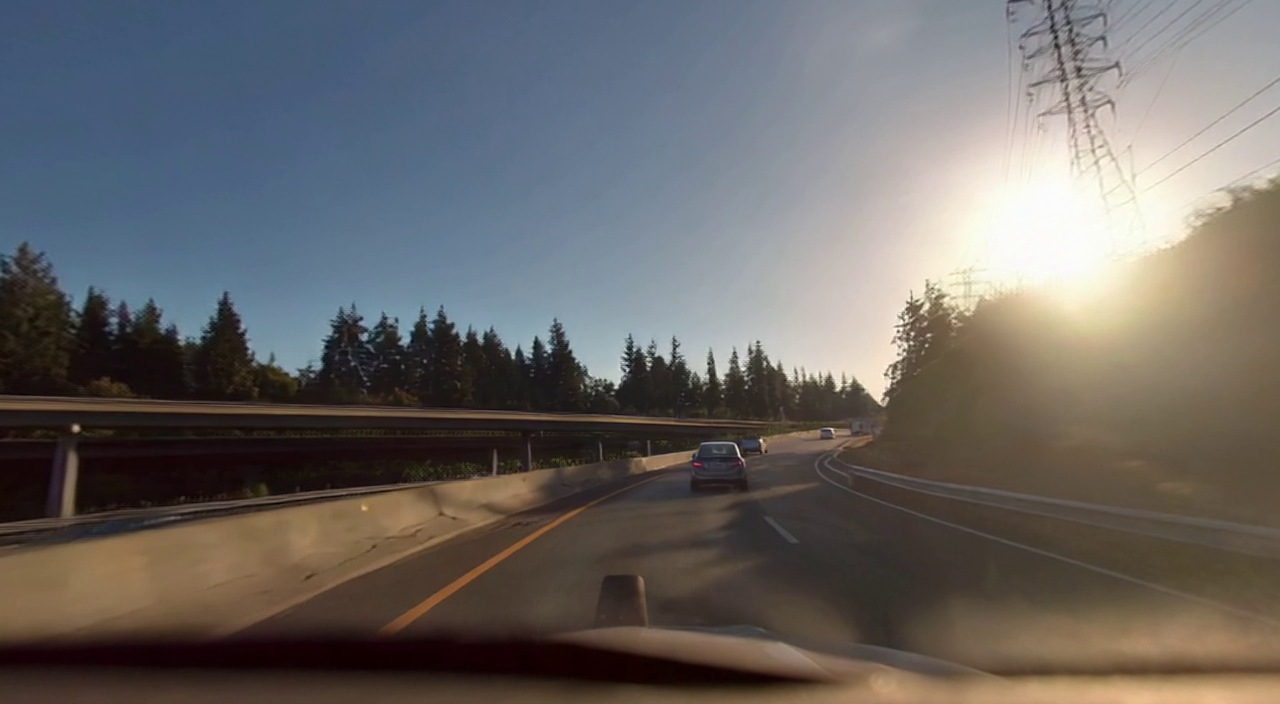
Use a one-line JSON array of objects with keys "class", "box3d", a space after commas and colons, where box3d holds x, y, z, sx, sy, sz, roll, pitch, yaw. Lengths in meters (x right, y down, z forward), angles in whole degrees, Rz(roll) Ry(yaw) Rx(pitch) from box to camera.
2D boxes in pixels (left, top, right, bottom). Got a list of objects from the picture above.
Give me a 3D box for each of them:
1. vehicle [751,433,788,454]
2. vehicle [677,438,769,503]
[{"class": "vehicle", "box3d": [9.723, 6.848, 46.955, 1.931, 1.485, 4.191, -4, -9, 22]}, {"class": "vehicle", "box3d": [2.190, 3.080, 16.862, 2.091, 1.482, 4.321, -1, -9, 7]}]
